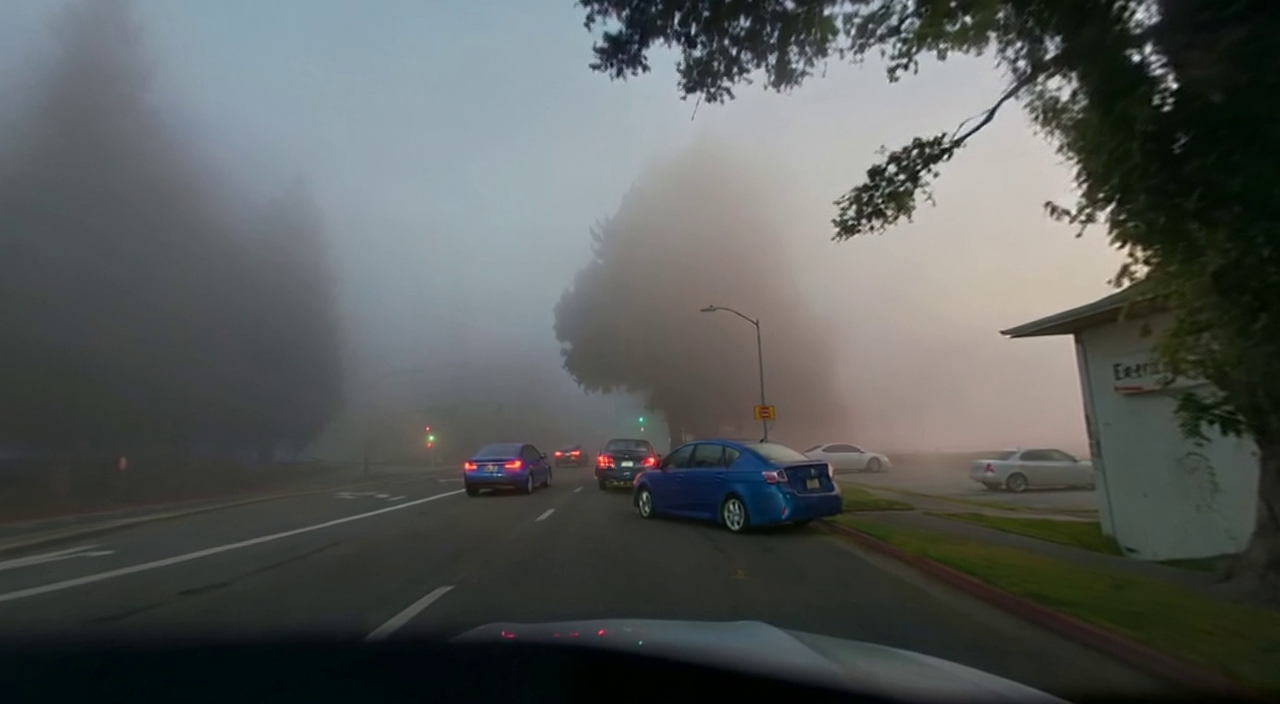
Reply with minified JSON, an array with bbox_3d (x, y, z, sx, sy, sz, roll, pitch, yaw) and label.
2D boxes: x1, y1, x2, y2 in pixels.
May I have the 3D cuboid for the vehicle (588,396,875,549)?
[{"bbox_3d":[1.236,1.913,10.597,2.052,1.955,4.642,6,-11,-36],"label":"vehicle"}]

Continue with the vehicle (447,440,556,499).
[{"bbox_3d":[-3.800,3.294,18.080,2.026,1.466,4.282,0,-8,2],"label":"vehicle"}]

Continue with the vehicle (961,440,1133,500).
[{"bbox_3d":[12.263,3.559,19.114,3.871,1.525,1.835,-3,-9,0],"label":"vehicle"}]
